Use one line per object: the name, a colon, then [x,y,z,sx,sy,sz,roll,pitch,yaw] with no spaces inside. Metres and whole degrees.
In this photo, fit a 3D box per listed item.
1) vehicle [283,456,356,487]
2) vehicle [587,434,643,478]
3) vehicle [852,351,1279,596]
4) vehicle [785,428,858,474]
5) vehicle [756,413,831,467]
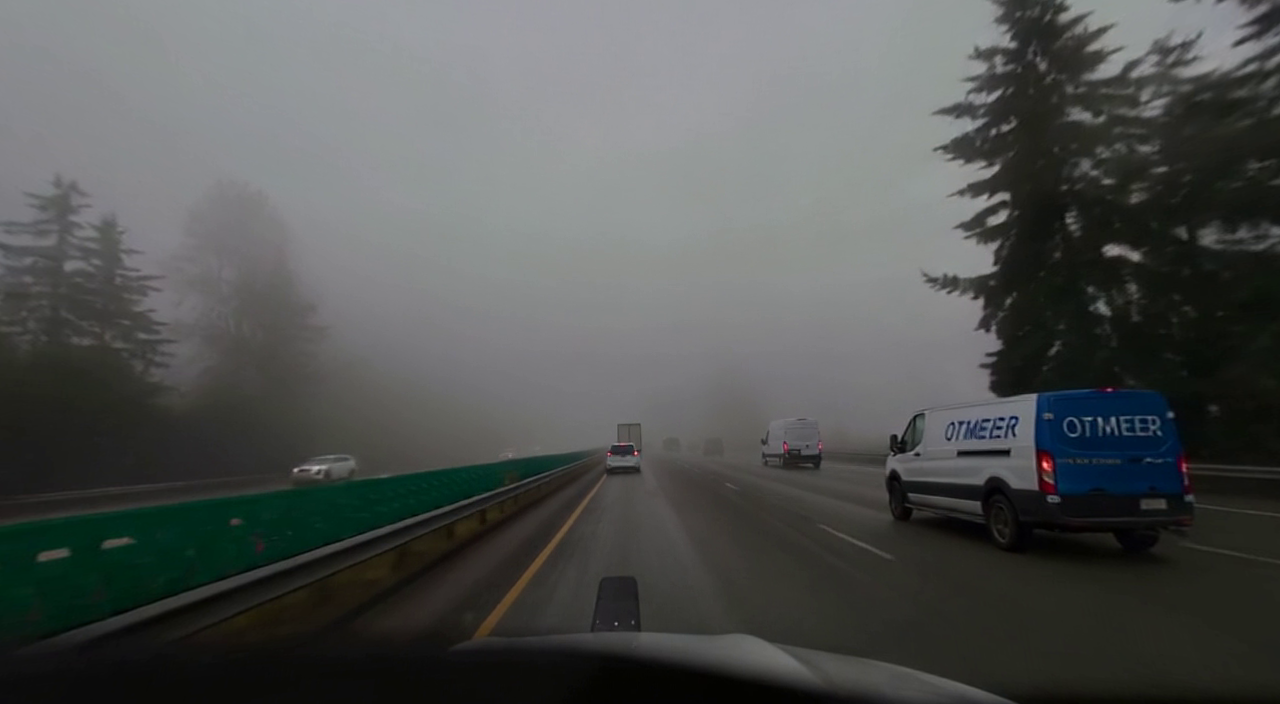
vehicle: [-18.223,6.781,36.034,1.868,1.545,4.470,0,-8,0]
vehicle: [-0.987,4.175,25.524,2.100,1.636,3.620,0,-8,-2]
vehicle: [4.750,1.346,7.825,2.223,2.008,5.121,0,-8,-2]
vehicle: [8.232,4.509,28.870,2.255,1.960,3.229,0,-8,-1]
vehicle: [8.076,4.744,33.842,2.385,2.635,5.633,0,-8,-2]
